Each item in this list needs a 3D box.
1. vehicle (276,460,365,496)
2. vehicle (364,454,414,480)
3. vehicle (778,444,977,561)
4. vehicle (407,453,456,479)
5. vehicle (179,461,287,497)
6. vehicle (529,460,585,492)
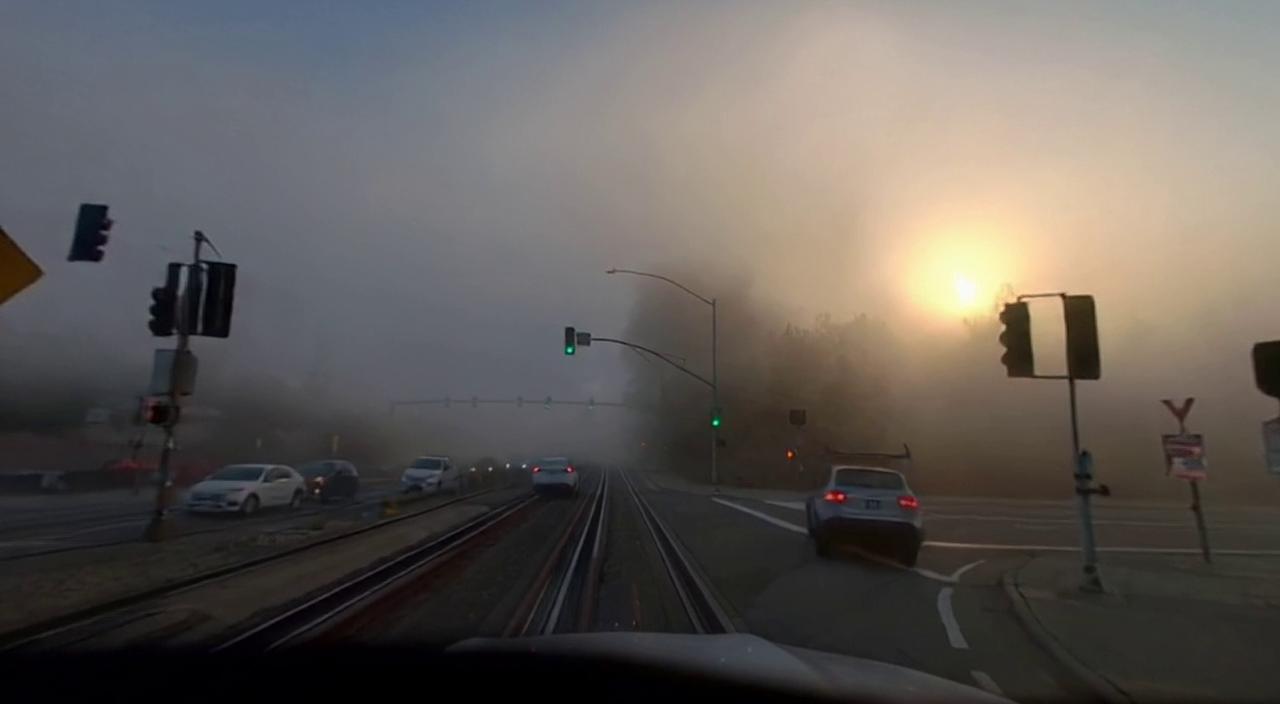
[{"bbox_3d":[-14.314,5.661,28.642,1.864,1.456,4.409,1,-10,-2],"label":"vehicle"},{"bbox_3d":[-19.486,8.912,49.229,1.972,1.898,4.620,0,-10,-1],"label":"vehicle"},{"bbox_3d":[5.238,3.014,13.437,2.404,1.926,5.251,-7,-12,37],"label":"vehicle"},{"bbox_3d":[-15.286,8.390,46.548,2.013,1.787,4.823,0,-10,-1],"label":"vehicle"},{"bbox_3d":[-18.099,5.646,28.406,1.908,1.482,4.621,1,-10,-2],"label":"vehicle"},{"bbox_3d":[-4.061,6.190,31.875,2.004,1.482,4.799,0,-10,2],"label":"vehicle"}]
